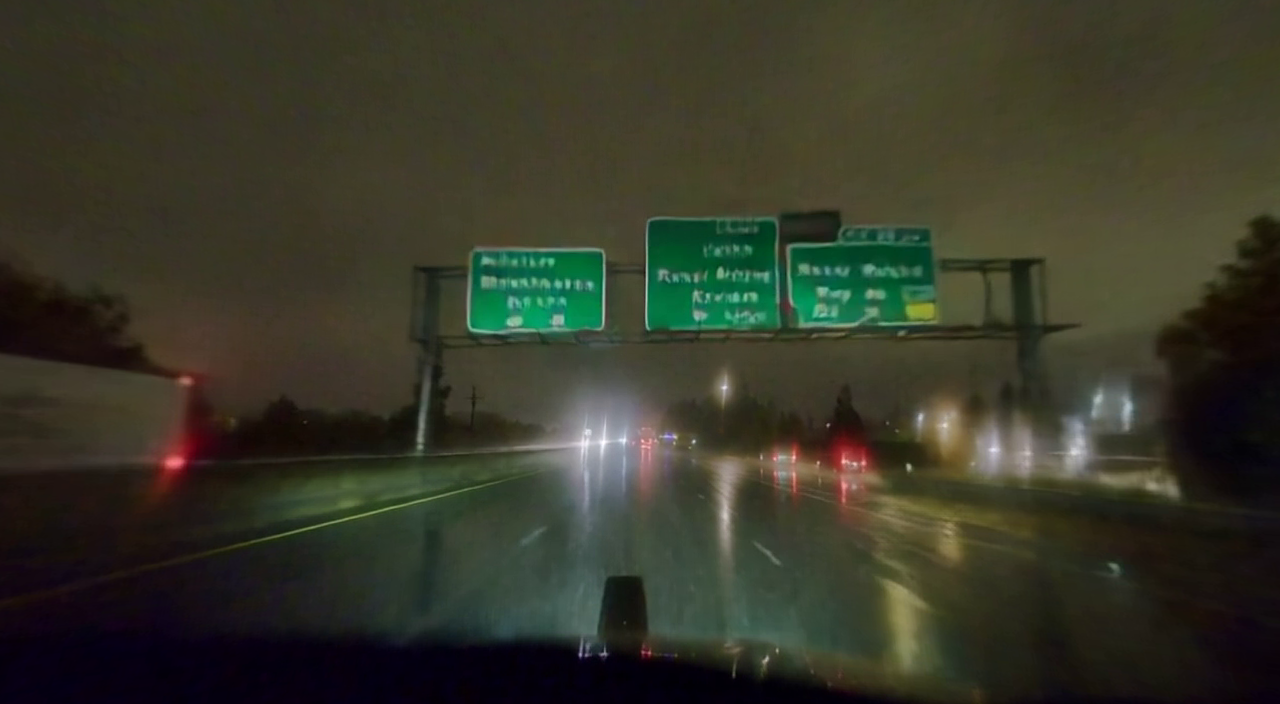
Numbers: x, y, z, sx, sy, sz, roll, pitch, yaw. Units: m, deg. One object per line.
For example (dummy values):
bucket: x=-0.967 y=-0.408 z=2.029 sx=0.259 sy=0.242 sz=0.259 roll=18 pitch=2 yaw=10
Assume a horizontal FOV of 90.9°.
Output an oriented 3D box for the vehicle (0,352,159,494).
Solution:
vehicle: x=-19.325 y=1.680 z=15.612 sx=3.084 sy=3.900 sz=14.884 roll=0 pitch=-9 yaw=0
